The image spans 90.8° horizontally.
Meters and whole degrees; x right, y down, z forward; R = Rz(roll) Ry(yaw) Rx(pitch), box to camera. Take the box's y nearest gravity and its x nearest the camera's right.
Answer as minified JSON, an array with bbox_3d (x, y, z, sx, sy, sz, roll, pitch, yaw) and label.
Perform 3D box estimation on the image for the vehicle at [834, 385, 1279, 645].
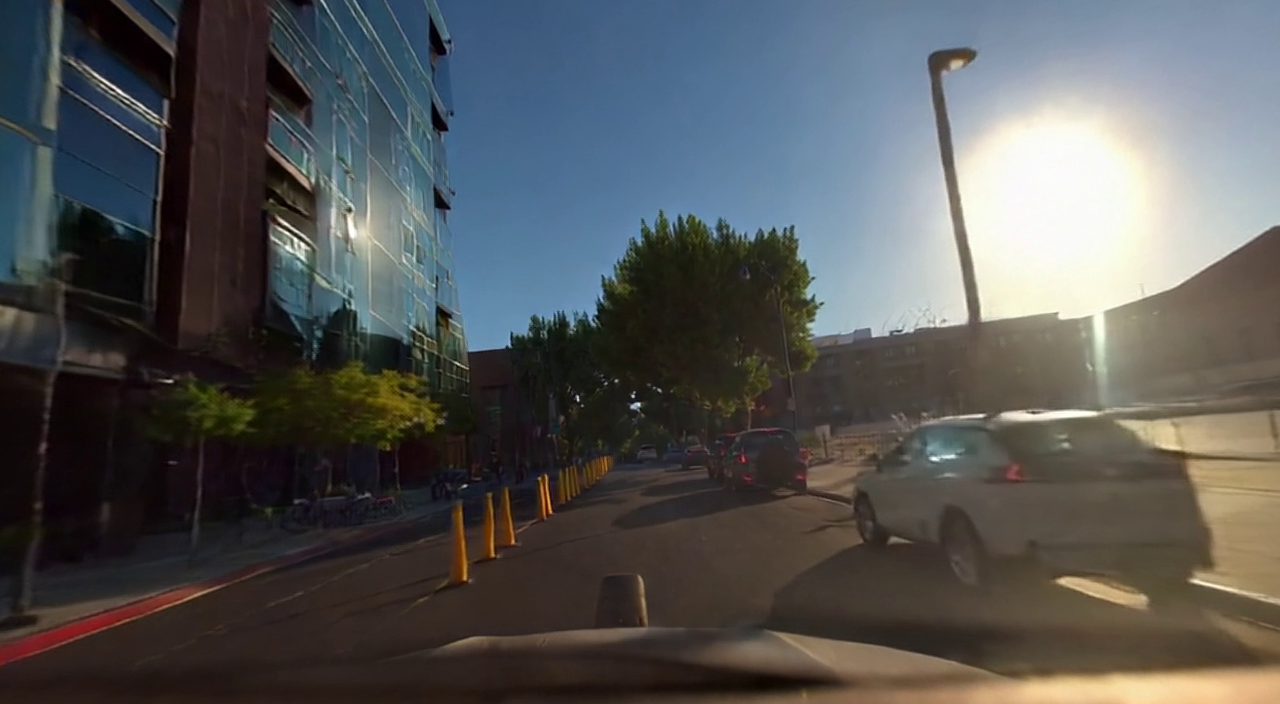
[{"bbox_3d":[3.789,1.469,6.625,1.999,1.769,4.191,-1,-9,-2],"label":"vehicle"}]

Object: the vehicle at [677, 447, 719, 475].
[{"bbox_3d":[3.281,6.269,36.555,1.963,1.445,4.948,-1,-9,0],"label":"vehicle"}]

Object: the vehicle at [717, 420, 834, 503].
[{"bbox_3d":[3.451,2.944,17.196,2.127,1.864,4.892,-1,-9,0],"label":"vehicle"}]
